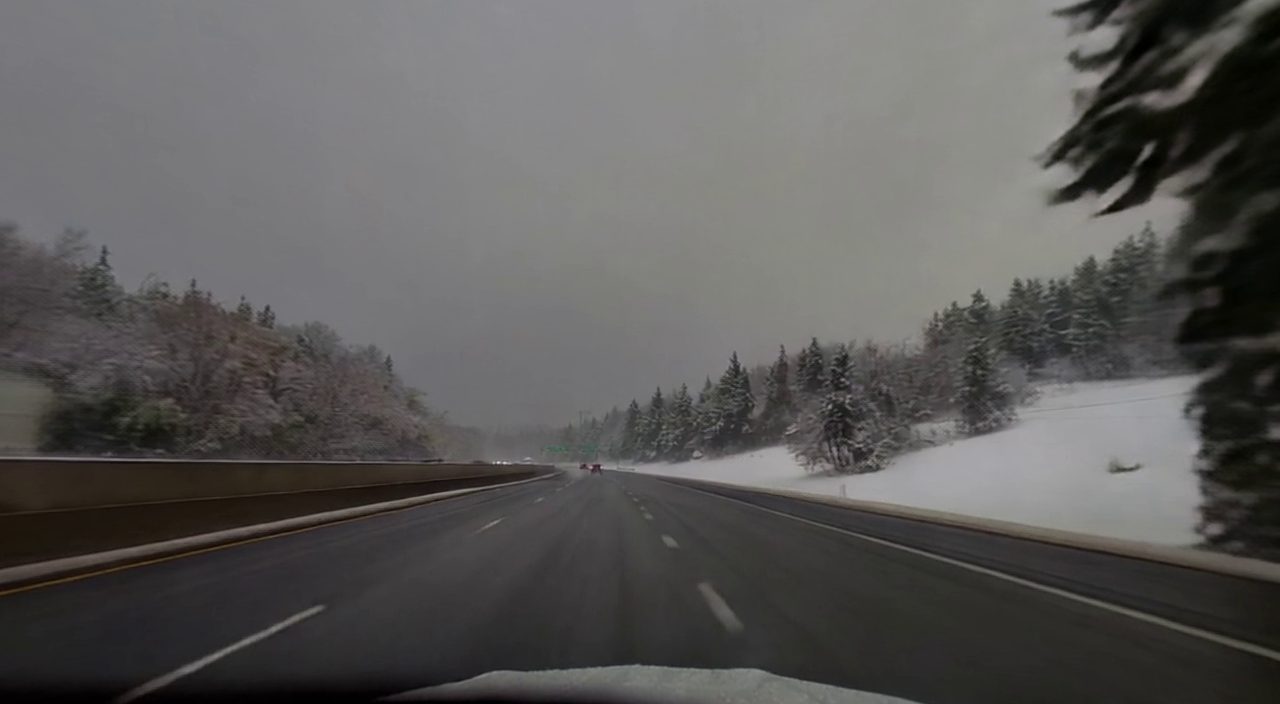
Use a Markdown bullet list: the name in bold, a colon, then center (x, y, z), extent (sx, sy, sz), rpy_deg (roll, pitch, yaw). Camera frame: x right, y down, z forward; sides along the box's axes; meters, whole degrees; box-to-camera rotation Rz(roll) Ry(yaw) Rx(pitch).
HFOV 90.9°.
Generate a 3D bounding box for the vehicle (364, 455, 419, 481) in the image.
- **vehicle**: center (-15.394, 7.228, 39.330), extent (1.841, 1.485, 4.529), rpy_deg (1, -10, -3)
